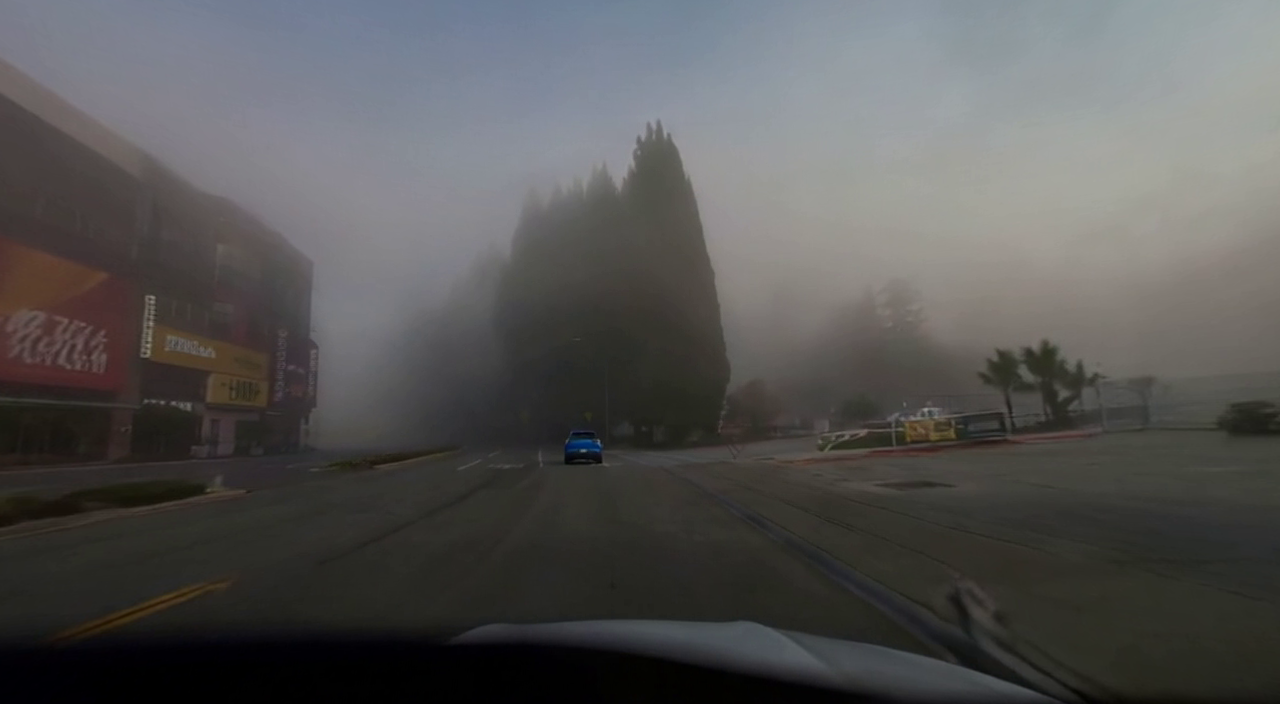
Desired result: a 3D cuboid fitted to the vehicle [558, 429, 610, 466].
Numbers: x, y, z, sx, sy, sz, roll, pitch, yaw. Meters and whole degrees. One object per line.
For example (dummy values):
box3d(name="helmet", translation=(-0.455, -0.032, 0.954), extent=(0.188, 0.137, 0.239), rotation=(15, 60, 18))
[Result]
box3d(name="vehicle", translation=(-2.685, 4.393, 29.211), extent=(2.231, 1.572, 4.227), rotation=(1, -8, -7))
